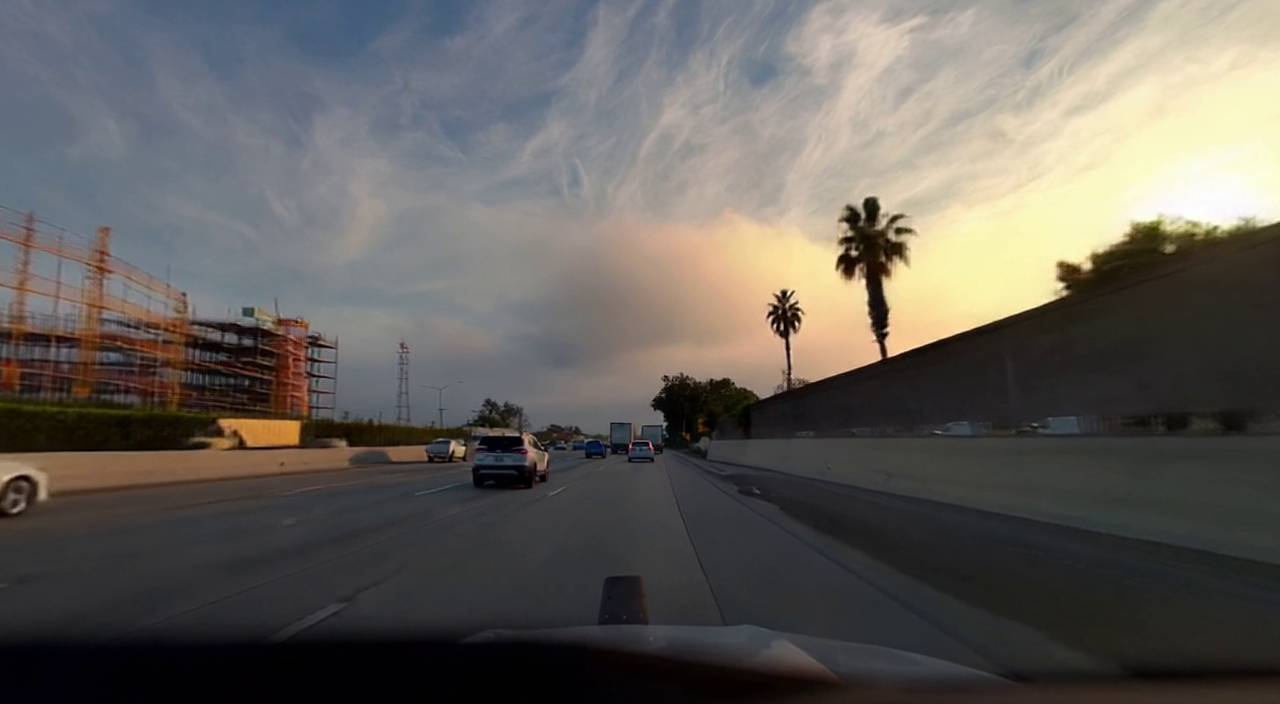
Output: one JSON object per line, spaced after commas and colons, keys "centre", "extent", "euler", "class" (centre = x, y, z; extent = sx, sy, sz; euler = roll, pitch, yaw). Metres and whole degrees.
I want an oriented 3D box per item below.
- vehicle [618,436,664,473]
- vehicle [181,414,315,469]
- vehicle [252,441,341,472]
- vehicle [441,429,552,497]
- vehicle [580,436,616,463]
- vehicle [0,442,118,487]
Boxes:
{"centre": [0.094, 5.058, 31.316], "extent": [2.136, 1.678, 4.052], "euler": [-1, -8, 2], "class": "vehicle"}
{"centre": [-24.754, 5.759, 40.517], "extent": [2.968, 3.142, 8.309], "euler": [-1, -8, 2], "class": "vehicle"}
{"centre": [-17.279, 5.271, 31.963], "extent": [2.040, 1.455, 4.107], "euler": [-1, -8, 3], "class": "vehicle"}
{"centre": [-4.068, 3.236, 18.764], "extent": [2.108, 1.740, 4.549], "euler": [-1, -8, 2], "class": "vehicle"}
{"centre": [-3.210, 7.566, 49.157], "extent": [2.203, 1.958, 4.848], "euler": [-1, -8, 3], "class": "vehicle"}
{"centre": [-21.715, 4.005, 22.831], "extent": [1.755, 1.460, 4.353], "euler": [-1, -8, 3], "class": "vehicle"}
